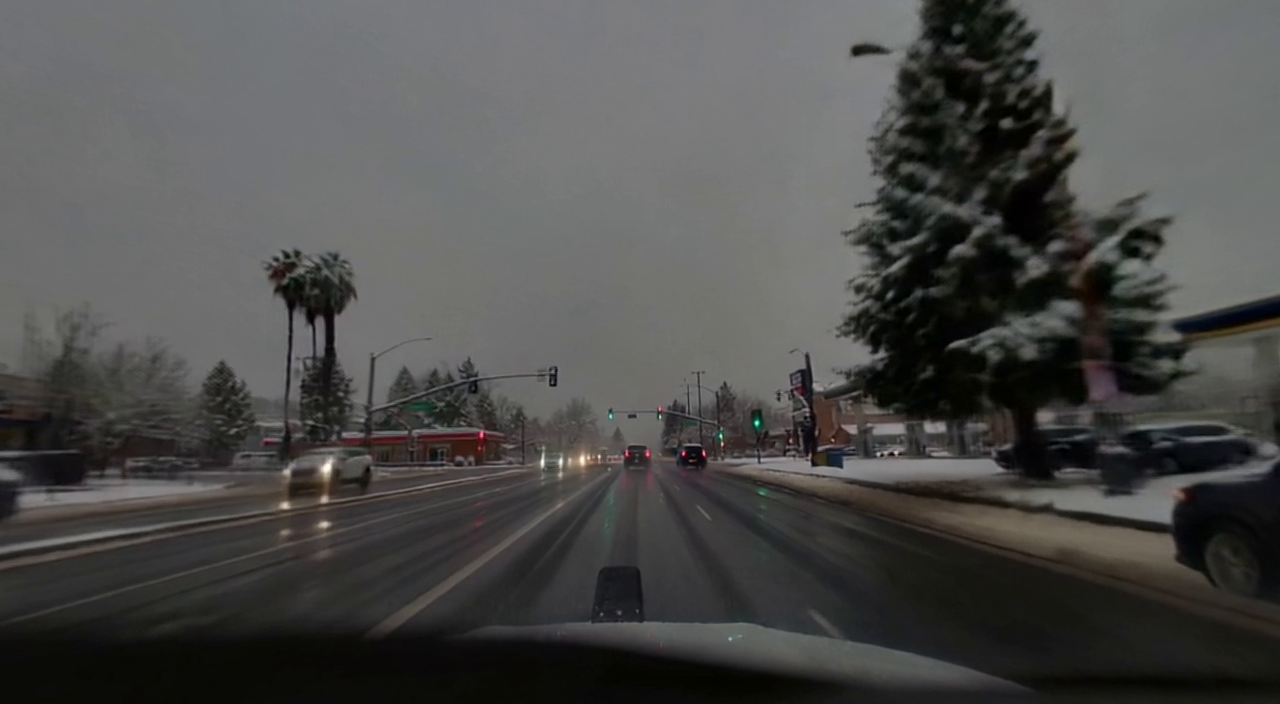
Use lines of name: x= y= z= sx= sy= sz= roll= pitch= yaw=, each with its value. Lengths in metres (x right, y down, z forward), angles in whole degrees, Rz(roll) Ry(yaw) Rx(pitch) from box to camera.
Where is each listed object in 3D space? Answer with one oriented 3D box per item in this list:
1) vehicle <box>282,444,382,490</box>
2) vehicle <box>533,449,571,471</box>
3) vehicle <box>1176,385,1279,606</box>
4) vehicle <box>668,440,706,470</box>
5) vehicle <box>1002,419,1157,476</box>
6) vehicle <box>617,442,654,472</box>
vehicle: x=-13.311 y=4.974 z=27.724 sx=2.111 sy=1.791 sz=4.542 roll=0 pitch=-9 yaw=0
vehicle: x=-6.204 y=7.680 z=45.191 sx=1.979 sy=1.480 sz=4.553 roll=0 pitch=-9 yaw=1
vehicle: x=6.360 y=0.951 z=3.692 sx=2.066 sy=1.807 sz=4.893 roll=0 pitch=-9 yaw=-1
vehicle: x=3.160 y=7.099 z=43.804 sx=2.190 sy=1.913 sz=5.174 roll=0 pitch=-9 yaw=-1
vehicle: x=15.895 y=3.503 z=23.304 sx=2.144 sy=1.816 sz=4.688 roll=-1 pitch=-8 yaw=-2
vehicle: x=-0.271 y=6.637 z=40.174 sx=2.177 sy=1.754 sz=3.815 roll=0 pitch=-9 yaw=0
